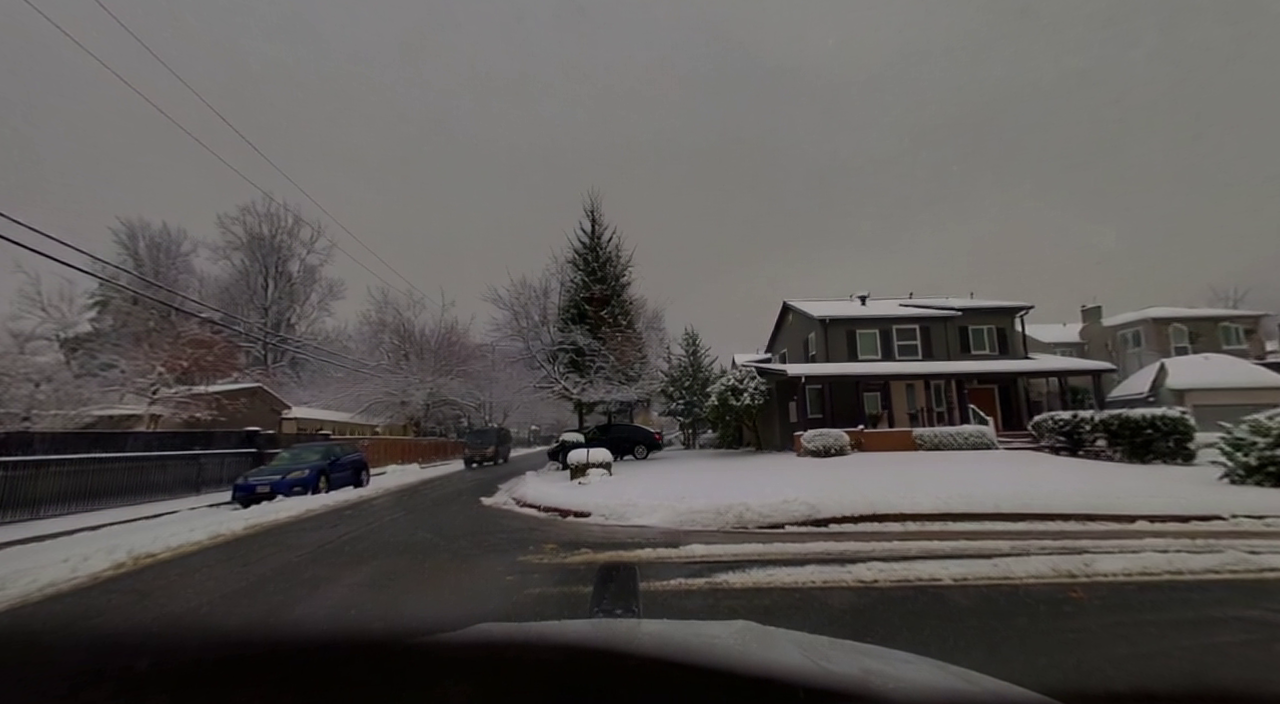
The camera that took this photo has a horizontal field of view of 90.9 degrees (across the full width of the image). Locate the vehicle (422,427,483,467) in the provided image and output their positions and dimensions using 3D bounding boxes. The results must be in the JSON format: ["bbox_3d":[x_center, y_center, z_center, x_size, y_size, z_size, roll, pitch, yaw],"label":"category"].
[{"bbox_3d":[-9.713,4.938,33.038,2.042,1.937,4.960,0,-7,-4],"label":"vehicle"}]

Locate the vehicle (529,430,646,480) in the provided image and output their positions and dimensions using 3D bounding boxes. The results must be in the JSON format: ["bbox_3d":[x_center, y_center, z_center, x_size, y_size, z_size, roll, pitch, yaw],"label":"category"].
[{"bbox_3d":[-1.592,3.280,20.515,1.827,1.436,4.070,-5,-9,29],"label":"vehicle"}]

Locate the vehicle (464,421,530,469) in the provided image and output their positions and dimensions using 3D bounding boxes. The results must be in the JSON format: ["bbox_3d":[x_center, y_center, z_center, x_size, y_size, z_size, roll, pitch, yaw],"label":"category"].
[{"bbox_3d":[-6.494,4.274,29.220,2.219,1.984,4.712,0,-7,-4],"label":"vehicle"}]

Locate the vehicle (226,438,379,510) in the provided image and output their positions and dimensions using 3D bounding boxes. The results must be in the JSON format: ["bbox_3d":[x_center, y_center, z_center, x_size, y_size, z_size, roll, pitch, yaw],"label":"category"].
[{"bbox_3d":[-8.336,2.982,16.047,1.899,1.524,4.082,0,-7,-5],"label":"vehicle"}]
